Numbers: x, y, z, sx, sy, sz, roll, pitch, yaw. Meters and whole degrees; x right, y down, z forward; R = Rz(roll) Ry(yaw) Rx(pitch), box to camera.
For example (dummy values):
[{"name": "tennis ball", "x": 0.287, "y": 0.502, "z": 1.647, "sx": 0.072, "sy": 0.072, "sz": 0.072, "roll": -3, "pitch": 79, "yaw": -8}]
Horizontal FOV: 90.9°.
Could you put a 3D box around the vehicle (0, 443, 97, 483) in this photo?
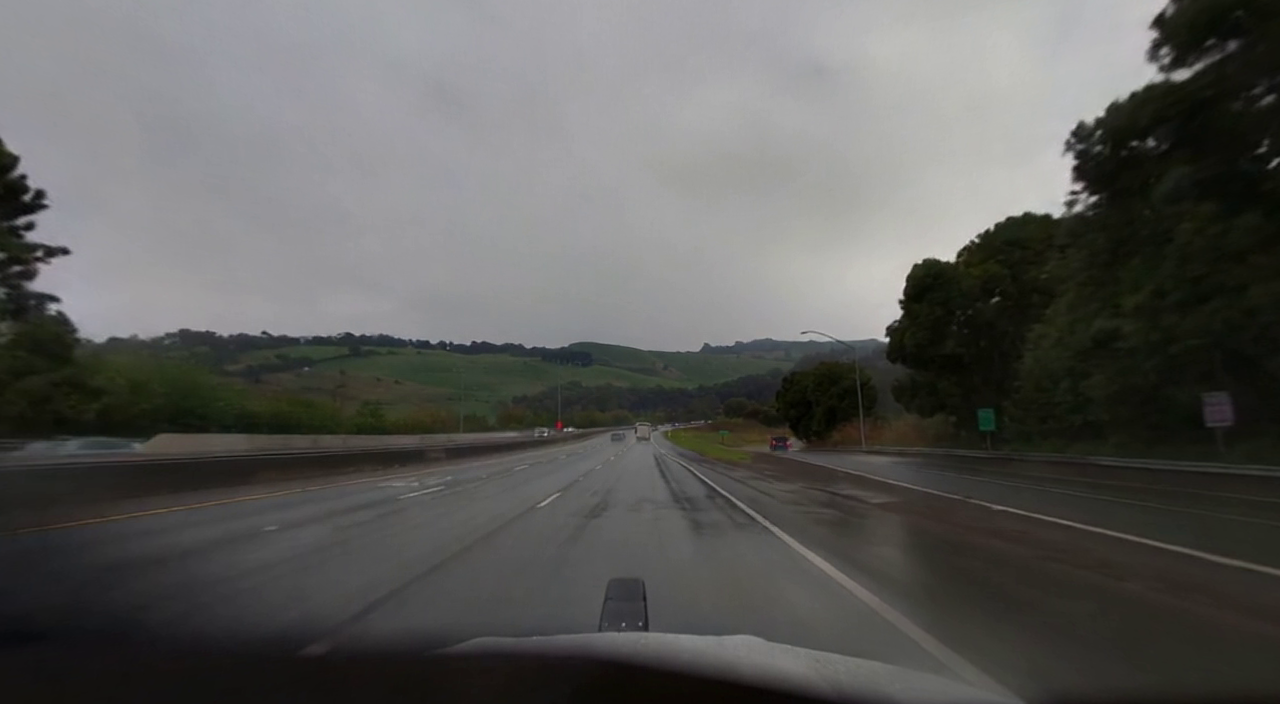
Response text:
[{"name": "vehicle", "x": -28.120, "y": 5.061, "z": 29.125, "sx": 1.958, "sy": 1.651, "sz": 4.585, "roll": 0, "pitch": -8, "yaw": 0}]
